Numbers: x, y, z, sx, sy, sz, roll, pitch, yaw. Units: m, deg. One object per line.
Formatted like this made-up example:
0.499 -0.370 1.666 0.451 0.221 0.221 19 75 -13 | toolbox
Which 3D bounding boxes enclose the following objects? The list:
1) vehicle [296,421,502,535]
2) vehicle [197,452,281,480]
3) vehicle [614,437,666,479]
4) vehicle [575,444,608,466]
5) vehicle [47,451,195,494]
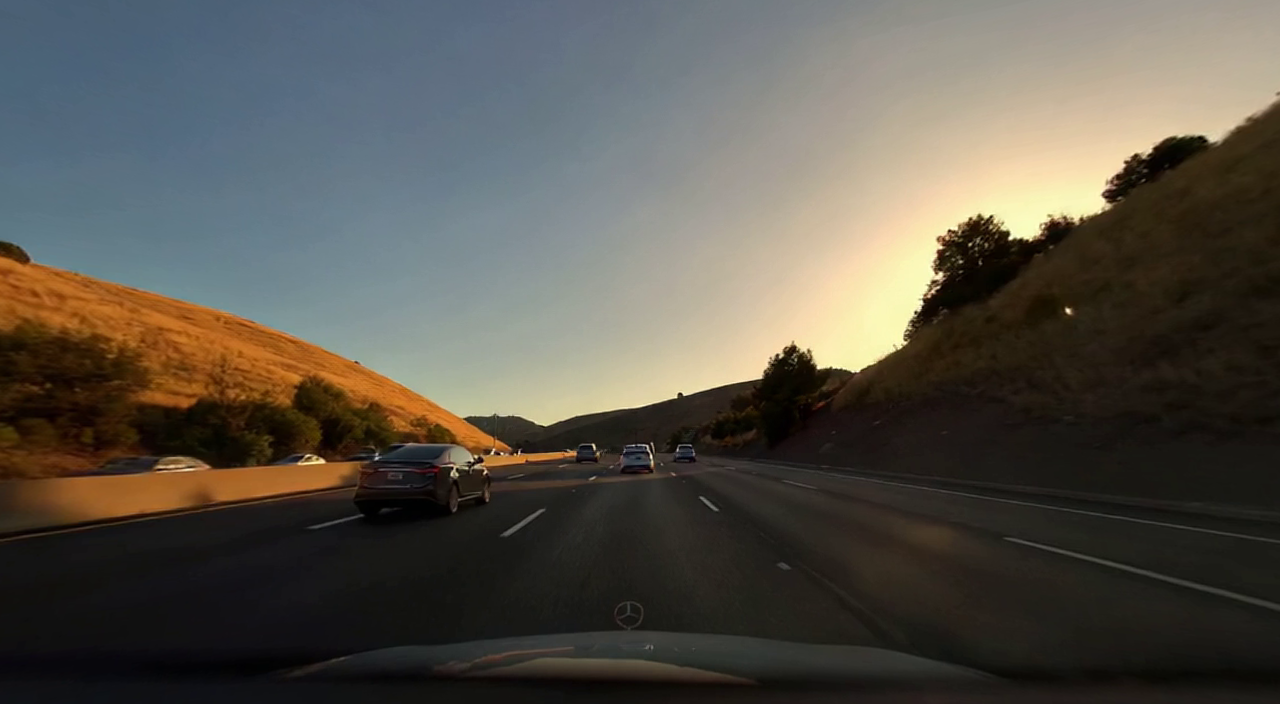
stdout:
-4.060 2.188 11.541 2.076 1.690 4.113 0 -8 1 | vehicle
-23.938 6.792 37.898 1.947 1.473 4.731 0 -8 0 | vehicle
0.010 4.639 27.832 2.086 1.685 4.206 0 -8 0 | vehicle
-3.578 7.676 47.249 2.061 1.549 4.321 0 -8 0 | vehicle
-19.985 4.634 24.608 1.892 1.461 4.547 0 -8 0 | vehicle
